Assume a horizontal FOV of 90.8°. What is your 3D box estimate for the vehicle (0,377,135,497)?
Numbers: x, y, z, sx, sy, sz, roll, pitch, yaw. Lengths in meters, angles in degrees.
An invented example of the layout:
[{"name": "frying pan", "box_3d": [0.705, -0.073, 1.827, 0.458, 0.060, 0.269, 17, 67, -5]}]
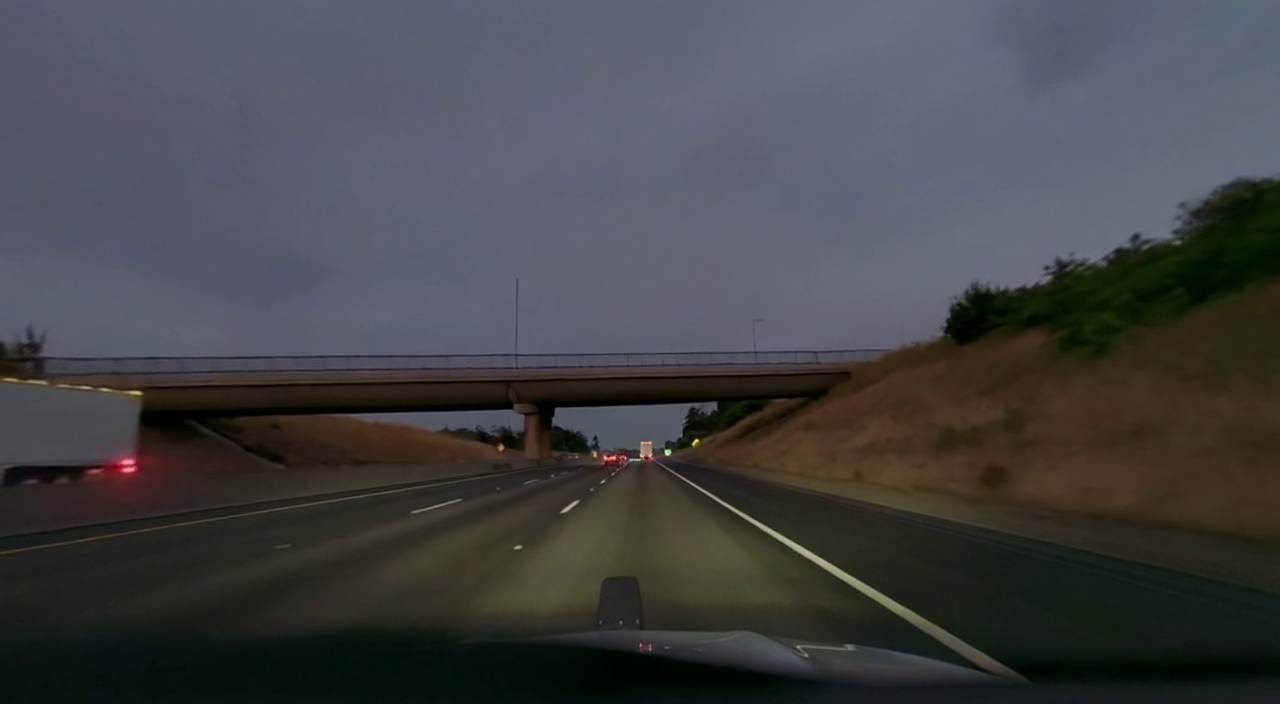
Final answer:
[{"name": "vehicle", "box_3d": [-22.875, 2.380, 18.116, 2.876, 3.975, 16.773, 0, -9, 0]}]
